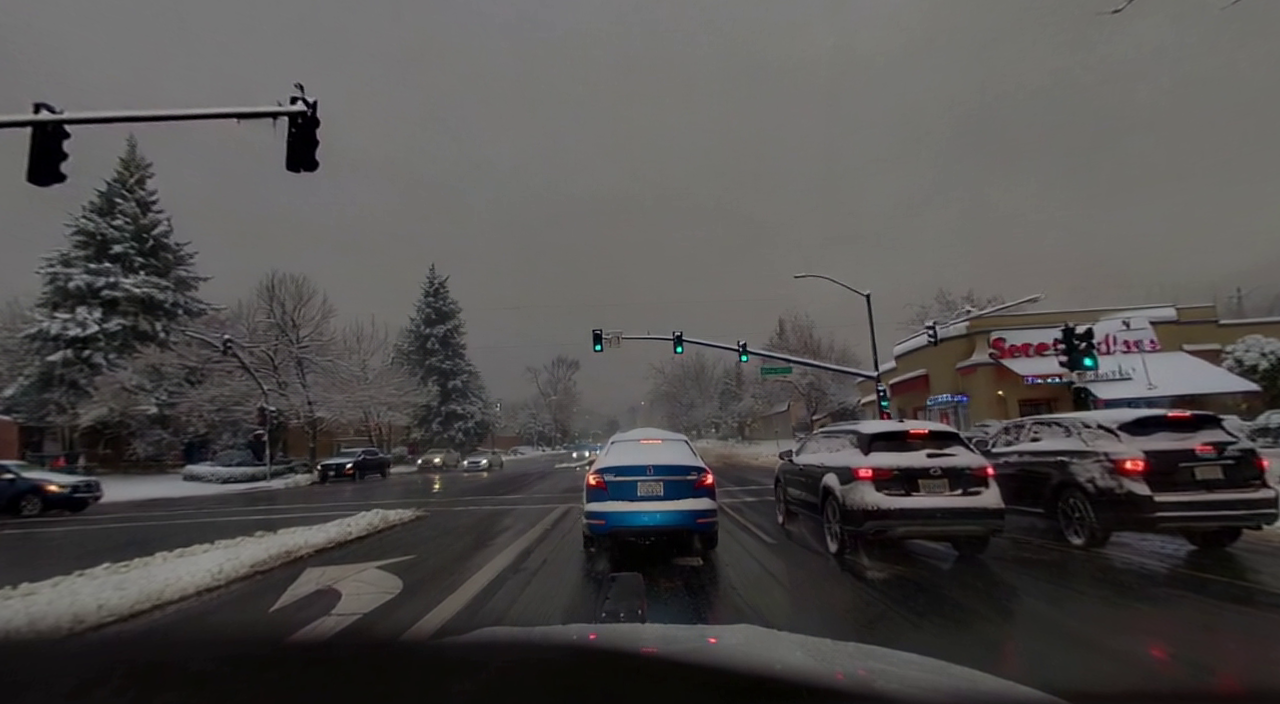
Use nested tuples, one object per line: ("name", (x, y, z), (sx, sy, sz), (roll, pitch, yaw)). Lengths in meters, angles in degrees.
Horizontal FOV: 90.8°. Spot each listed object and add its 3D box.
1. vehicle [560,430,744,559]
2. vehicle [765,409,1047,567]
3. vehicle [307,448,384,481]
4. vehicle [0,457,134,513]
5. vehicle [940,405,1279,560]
("vehicle", (0.105, 1.965, 9.440), (2.135, 1.468, 4.076), (0, -9, -1))
("vehicle", (3.269, 1.780, 9.046), (1.973, 1.633, 4.717), (0, -9, 0))
("vehicle", (-18.575, 7.079, 40.231), (2.324, 1.911, 5.610), (0, -9, -2))
("vehicle", (-20.318, 4.383, 21.034), (4.780, 1.669, 2.232), (1, -9, -11))
("vehicle", (6.461, 1.759, 9.178), (2.009, 1.700, 4.275), (0, -9, -1))
